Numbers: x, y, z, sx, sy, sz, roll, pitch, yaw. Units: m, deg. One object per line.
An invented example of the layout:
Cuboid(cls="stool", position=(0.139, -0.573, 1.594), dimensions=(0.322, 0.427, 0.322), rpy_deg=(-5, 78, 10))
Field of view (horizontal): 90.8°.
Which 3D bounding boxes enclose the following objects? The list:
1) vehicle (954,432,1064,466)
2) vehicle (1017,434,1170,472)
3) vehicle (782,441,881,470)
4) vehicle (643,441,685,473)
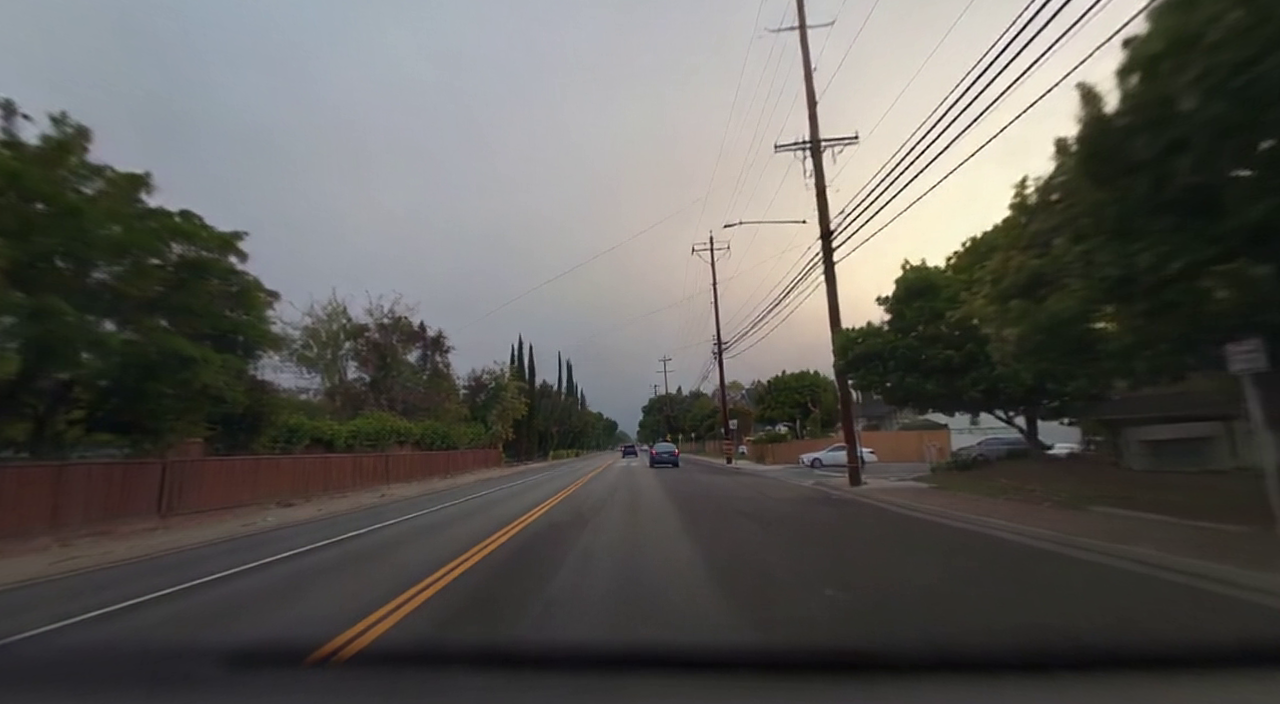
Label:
Cuboid(cls="vehicle", position=(19.571, 5.185, 33.696), dimensions=(4.566, 1.691, 1.996), rpy_deg=(0, -9, 0))
Cuboid(cls="vehicle", position=(19.303, 4.327, 27.063), dimensions=(4.869, 1.477, 2.076), rpy_deg=(-1, -9, 2))
Cuboid(cls="vehicle", position=(9.941, 5.396, 33.094), dimensions=(4.511, 1.473, 1.962), rpy_deg=(0, -8, -2))
Cuboid(cls="vehicle", position=(1.167, 5.319, 32.269), dimensions=(1.975, 1.497, 3.647), rpy_deg=(0, -9, 0))
